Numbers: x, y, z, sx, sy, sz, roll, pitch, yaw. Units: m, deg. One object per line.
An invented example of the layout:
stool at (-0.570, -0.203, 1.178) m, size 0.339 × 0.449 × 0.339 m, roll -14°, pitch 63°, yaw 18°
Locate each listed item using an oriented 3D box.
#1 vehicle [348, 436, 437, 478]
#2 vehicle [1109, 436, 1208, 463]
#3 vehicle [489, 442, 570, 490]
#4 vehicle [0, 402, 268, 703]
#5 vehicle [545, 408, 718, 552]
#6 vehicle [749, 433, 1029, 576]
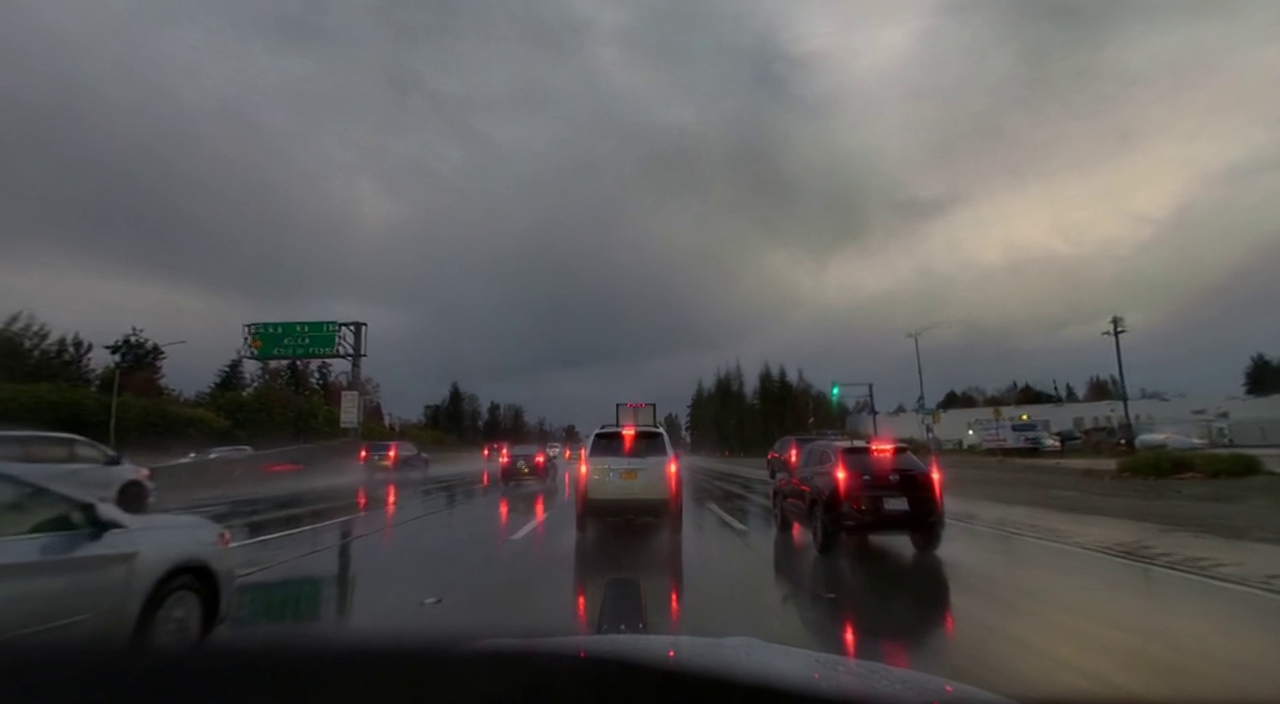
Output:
vehicle at (-11.005, 4.689, 28.438) m, size 2.129 × 1.720 × 4.547 m, roll 0°, pitch -9°, yaw 1°
vehicle at (32.023, 6.020, 39.095) m, size 1.805 × 1.536 × 4.325 m, roll 3°, pitch -9°, yaw -18°
vehicle at (-3.683, 3.876, 21.806) m, size 2.005 × 1.458 × 4.143 m, roll 0°, pitch -9°, yaw 1°
vehicle at (-3.462, 0.829, 1.703) m, size 2.132 × 1.464 × 4.481 m, roll 0°, pitch -9°, yaw 1°
vehicle at (-0.122, 1.898, 9.929) m, size 2.152 × 1.779 × 3.924 m, roll 0°, pitch -9°, yaw 0°
vehicle at (3.001, 1.931, 8.893) m, size 2.018 × 1.470 × 4.491 m, roll 0°, pitch -9°, yaw -2°
